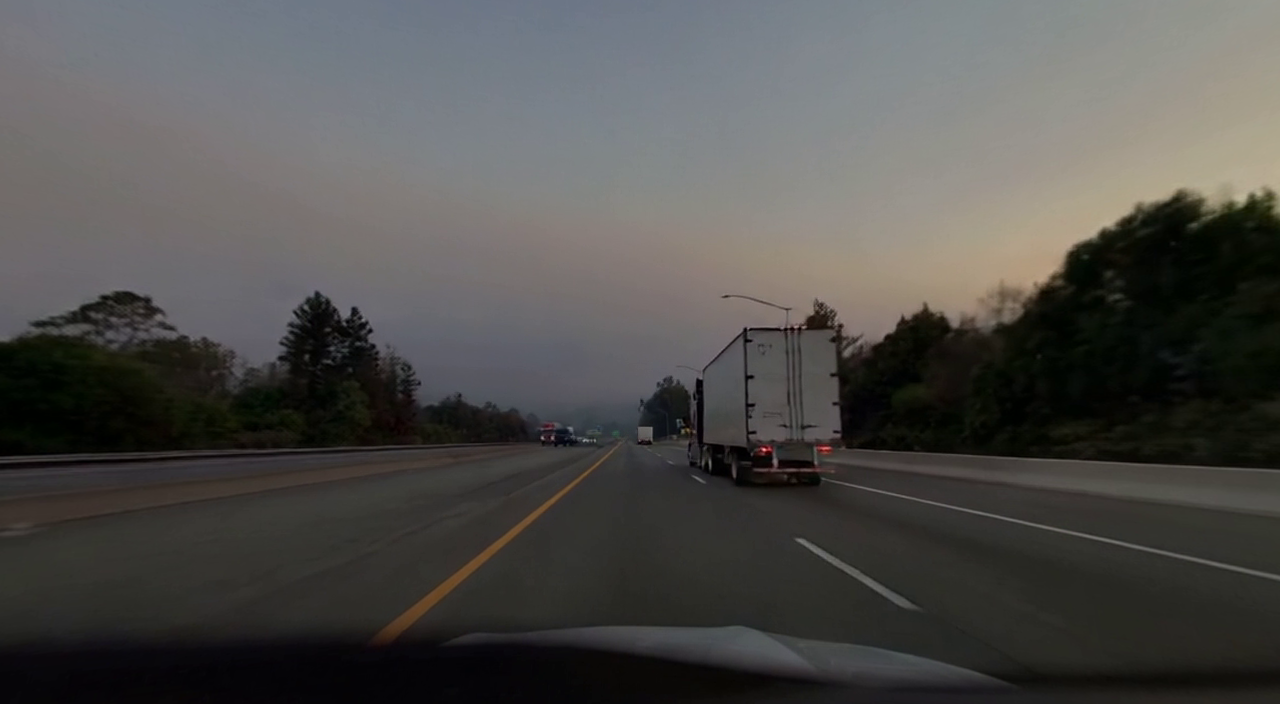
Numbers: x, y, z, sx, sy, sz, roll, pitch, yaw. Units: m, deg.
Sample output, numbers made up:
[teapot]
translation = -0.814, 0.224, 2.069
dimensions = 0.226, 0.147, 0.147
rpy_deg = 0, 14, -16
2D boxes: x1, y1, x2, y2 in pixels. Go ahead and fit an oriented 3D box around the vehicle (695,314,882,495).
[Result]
[vehicle]
translation = 3.705, 1.854, 19.283
dimensions = 2.911, 3.994, 10.840
rpy_deg = 0, -8, -1
